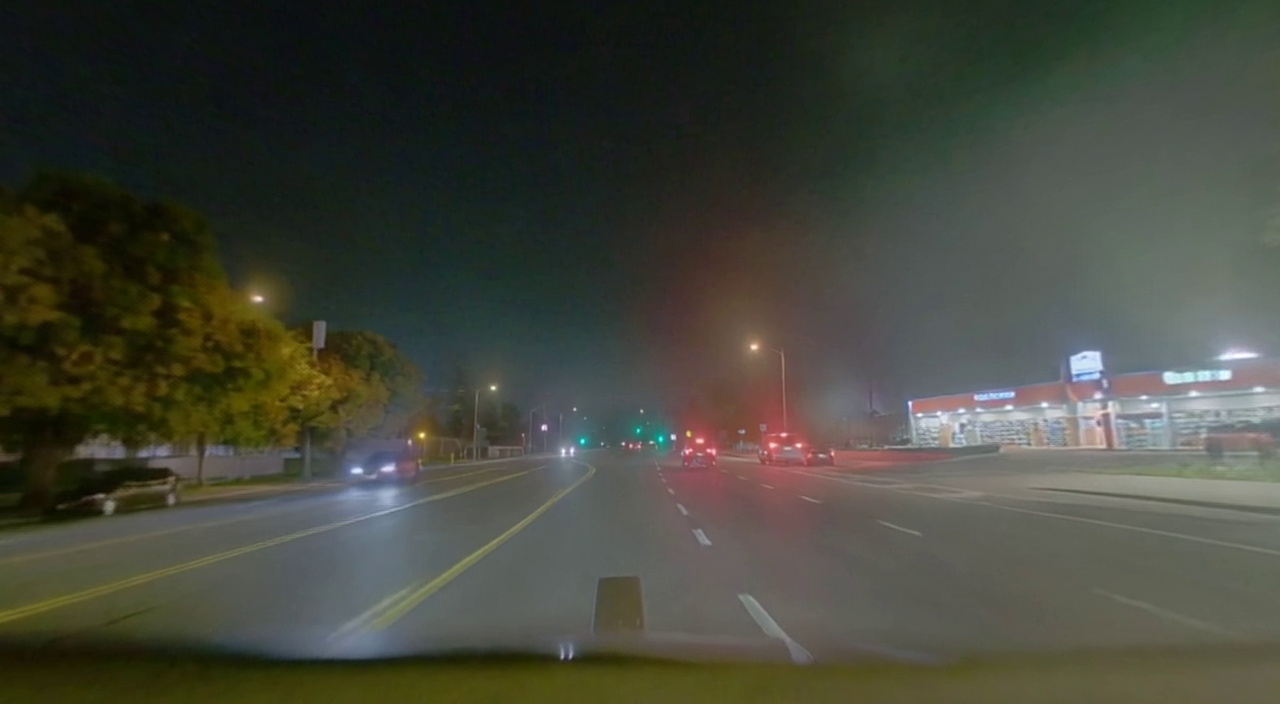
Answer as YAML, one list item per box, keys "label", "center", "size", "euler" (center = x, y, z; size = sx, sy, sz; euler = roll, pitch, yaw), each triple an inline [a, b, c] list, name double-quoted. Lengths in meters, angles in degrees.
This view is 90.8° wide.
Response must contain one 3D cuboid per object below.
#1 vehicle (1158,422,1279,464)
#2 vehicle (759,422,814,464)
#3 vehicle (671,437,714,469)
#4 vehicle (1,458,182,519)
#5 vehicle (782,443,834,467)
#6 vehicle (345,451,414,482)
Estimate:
- label: "vehicle"
  center: [23.967, 3.677, 25.494]
  size: [1.843, 1.490, 4.282]
  euler: [2, -9, -37]
- label: "vehicle"
  center: [10.317, 6.516, 45.015]
  size: [2.507, 2.745, 5.779]
  euler: [0, -9, 0]
- label: "vehicle"
  center: [2.854, 5.637, 35.307]
  size: [1.957, 1.643, 4.226]
  euler: [0, -9, -1]
- label: "vehicle"
  center: [-17.998, 4.449, 21.121]
  size: [2.045, 1.727, 4.503]
  euler: [0, -9, -1]
- label: "vehicle"
  center: [10.341, 6.361, 39.218]
  size: [1.857, 1.411, 4.859]
  euler: [0, -9, 0]
- label: "vehicle"
  center: [-13.895, 6.113, 33.998]
  size: [1.875, 1.493, 4.355]
  euler: [0, -9, -1]
